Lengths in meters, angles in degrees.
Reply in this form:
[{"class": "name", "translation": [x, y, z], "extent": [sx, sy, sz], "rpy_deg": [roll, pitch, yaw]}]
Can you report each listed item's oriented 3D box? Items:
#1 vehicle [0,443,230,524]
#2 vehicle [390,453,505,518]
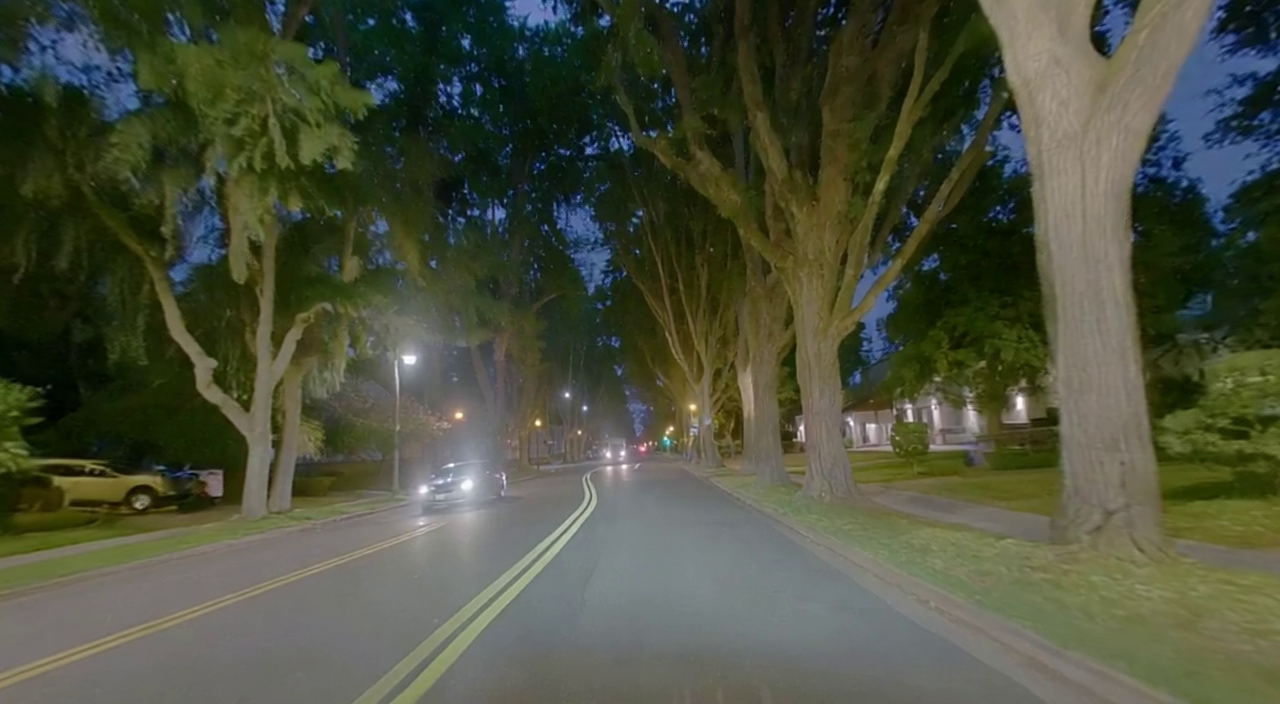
[{"class": "vehicle", "translation": [-16.775, 4.021, 19.782], "extent": [5.969, 2.158, 2.643], "rpy_deg": [0, -6, 2]}, {"class": "vehicle", "translation": [-5.616, 3.908, 18.999], "extent": [1.956, 1.452, 4.426], "rpy_deg": [-5, -8, 1]}]
